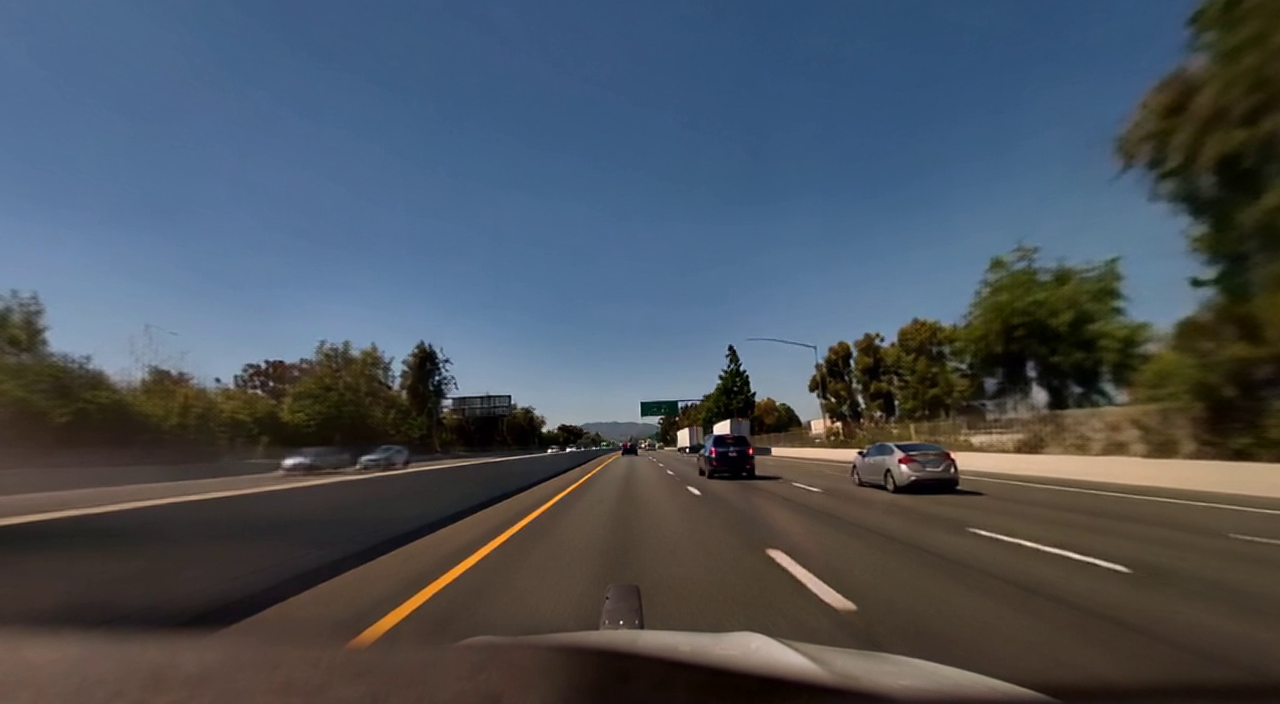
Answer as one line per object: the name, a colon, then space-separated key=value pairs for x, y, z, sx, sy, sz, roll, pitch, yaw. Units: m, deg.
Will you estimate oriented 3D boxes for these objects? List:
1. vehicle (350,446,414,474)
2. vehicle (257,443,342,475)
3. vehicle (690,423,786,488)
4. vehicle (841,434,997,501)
vehicle: x=-14.521 y=6.086 z=35.840 sx=1.834 sy=1.458 sz=4.259 roll=0 pitch=-8 yaw=-1
vehicle: x=-18.453 y=5.765 z=34.465 sx=2.209 sy=1.570 sz=4.395 roll=0 pitch=-8 yaw=-1
vehicle: x=2.987 y=3.330 z=20.573 sx=2.258 sy=1.824 sz=4.908 roll=0 pitch=-8 yaw=-1
vehicle: x=6.822 y=2.851 z=16.027 sx=2.009 sy=1.456 sz=4.097 roll=0 pitch=-8 yaw=-1
